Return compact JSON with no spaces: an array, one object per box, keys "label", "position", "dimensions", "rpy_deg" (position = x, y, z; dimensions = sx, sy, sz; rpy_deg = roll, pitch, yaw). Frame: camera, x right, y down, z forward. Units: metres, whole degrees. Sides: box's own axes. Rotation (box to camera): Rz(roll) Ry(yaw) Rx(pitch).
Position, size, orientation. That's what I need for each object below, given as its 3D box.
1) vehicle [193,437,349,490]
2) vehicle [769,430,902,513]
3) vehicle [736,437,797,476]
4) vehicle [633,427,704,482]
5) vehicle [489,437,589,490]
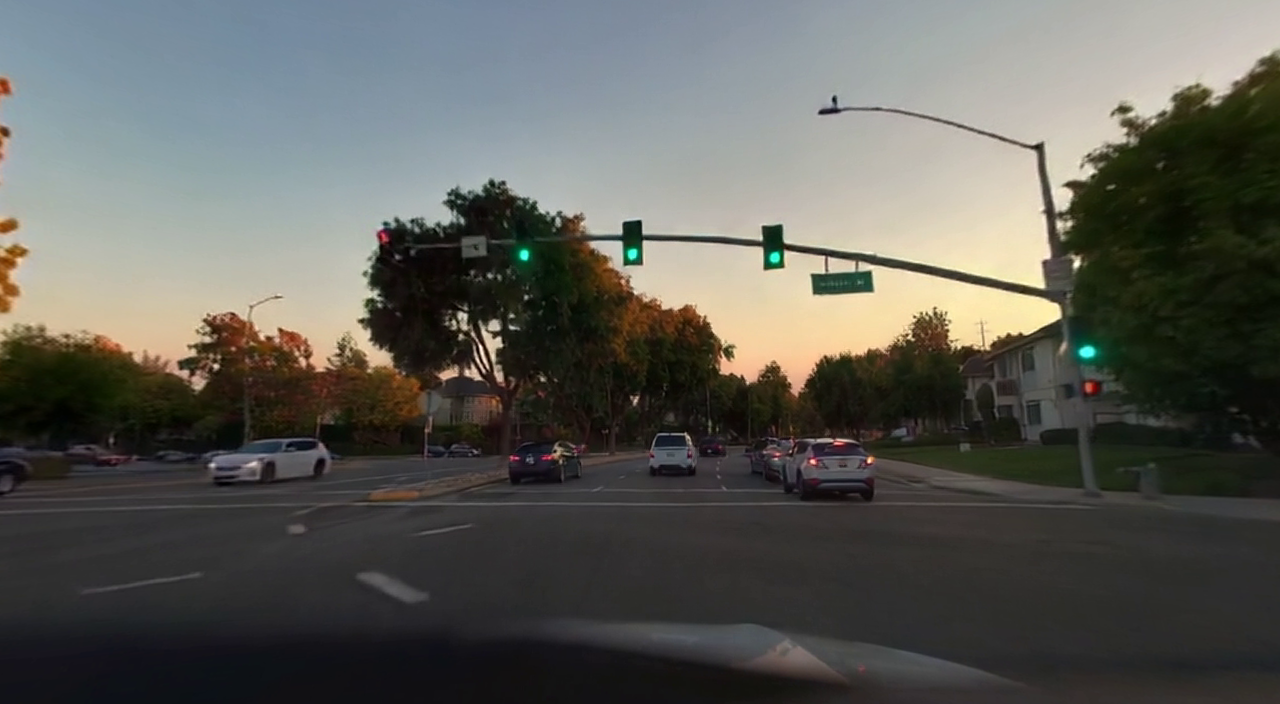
[{"label":"vehicle","position":[-11.767,3.581,20.572],"dimensions":[2.009,1.527,4.534],"rpy_deg":[-1,-9,6]},{"label":"vehicle","position":[4.039,2.516,13.654],"dimensions":[1.859,1.540,3.454],"rpy_deg":[-1,-9,2]},{"label":"vehicle","position":[5.239,4.402,26.683],"dimensions":[2.117,1.472,4.158],"rpy_deg":[-1,-9,6]},{"label":"vehicle","position":[1.146,3.714,23.008],"dimensions":[2.250,1.768,4.574],"rpy_deg":[-1,-9,6]},{"label":"vehicle","position":[-3.003,3.459,19.922],"dimensions":[2.006,1.464,4.586],"rpy_deg":[-1,-9,5]}]
